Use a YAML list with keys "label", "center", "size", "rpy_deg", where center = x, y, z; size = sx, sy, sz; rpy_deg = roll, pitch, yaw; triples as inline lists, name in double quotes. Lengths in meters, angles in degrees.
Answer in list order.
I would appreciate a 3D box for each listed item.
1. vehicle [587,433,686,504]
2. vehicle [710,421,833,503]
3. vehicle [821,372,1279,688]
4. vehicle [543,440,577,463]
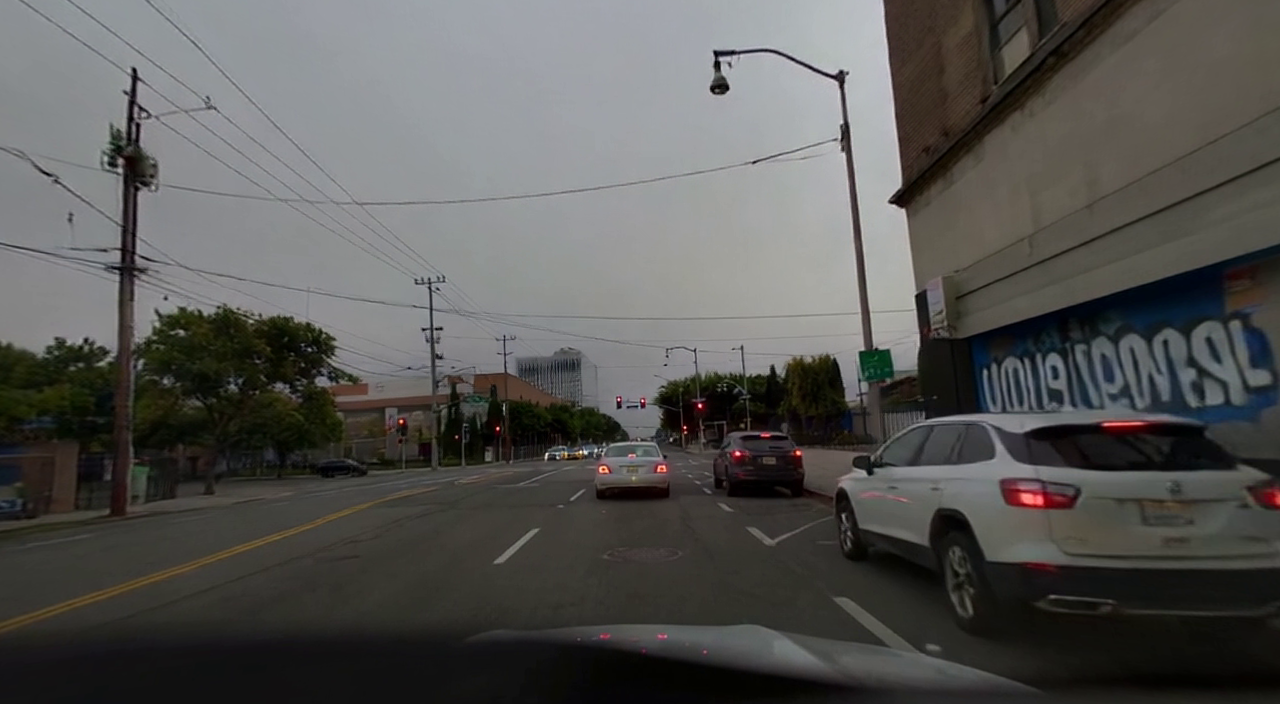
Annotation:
- label: "vehicle"
  center: [-0.053, 2.868, 15.891]
  size: [2.153, 1.505, 4.452]
  rpy_deg: [0, -9, 1]
- label: "vehicle"
  center: [3.172, 2.782, 16.233]
  size: [2.060, 1.783, 4.579]
  rpy_deg: [0, -9, -1]
- label: "vehicle"
  center: [3.283, 1.295, 5.694]
  size: [1.938, 1.714, 4.402]
  rpy_deg: [0, -9, 0]
- label: "vehicle"
  center: [-6.036, 7.576, 47.836]
  size: [2.059, 1.699, 4.252]
  rpy_deg: [0, -9, 1]
